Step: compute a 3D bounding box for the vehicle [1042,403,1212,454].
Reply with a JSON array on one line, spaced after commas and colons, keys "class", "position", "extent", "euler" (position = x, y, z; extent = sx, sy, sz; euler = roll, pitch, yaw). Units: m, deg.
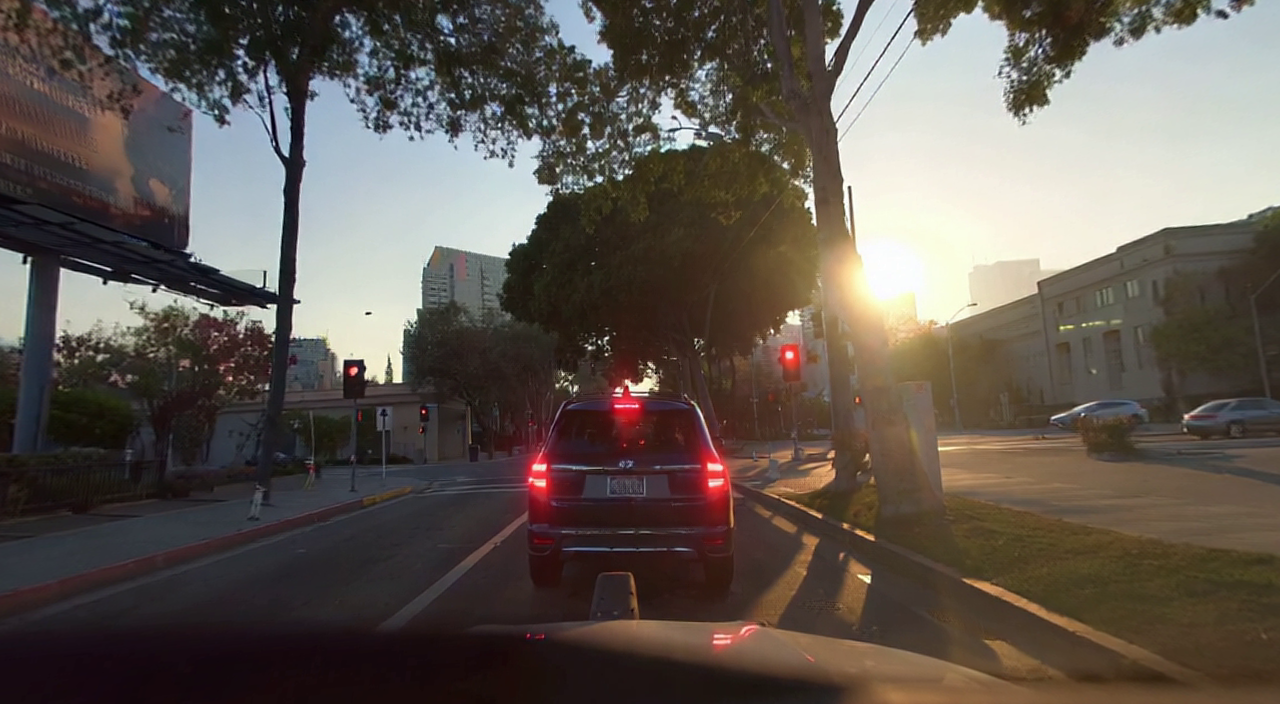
[{"class": "vehicle", "position": [15.263, 2.449, 19.950], "extent": [3.750, 1.502, 1.781], "euler": [-2, -8, 13]}]

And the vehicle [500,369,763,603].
[{"class": "vehicle", "position": [-0.066, 1.364, 7.142], "extent": [2.142, 1.904, 3.816], "euler": [-1, -8, 0]}]
